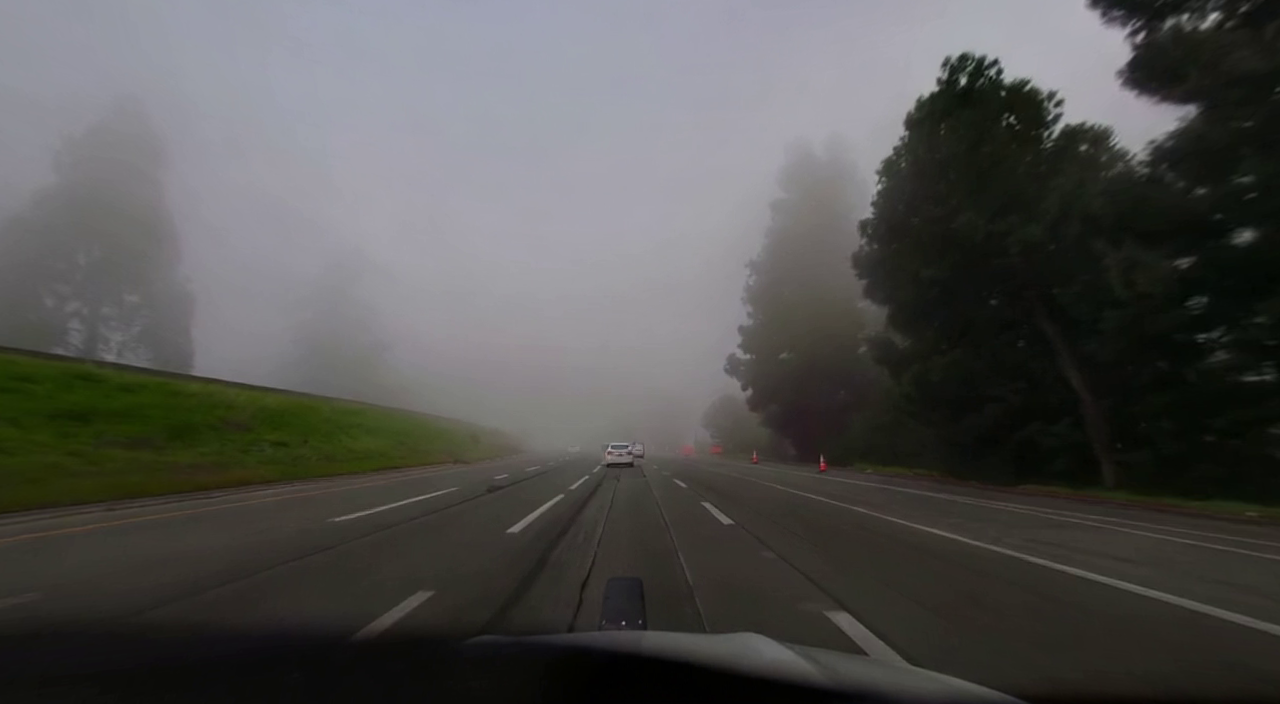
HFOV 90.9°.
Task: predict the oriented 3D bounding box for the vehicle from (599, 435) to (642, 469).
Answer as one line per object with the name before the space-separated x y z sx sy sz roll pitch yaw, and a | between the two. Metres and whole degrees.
vehicle | -1.175 5.736 36.217 2.328 1.805 4.502 0 -8 -3
